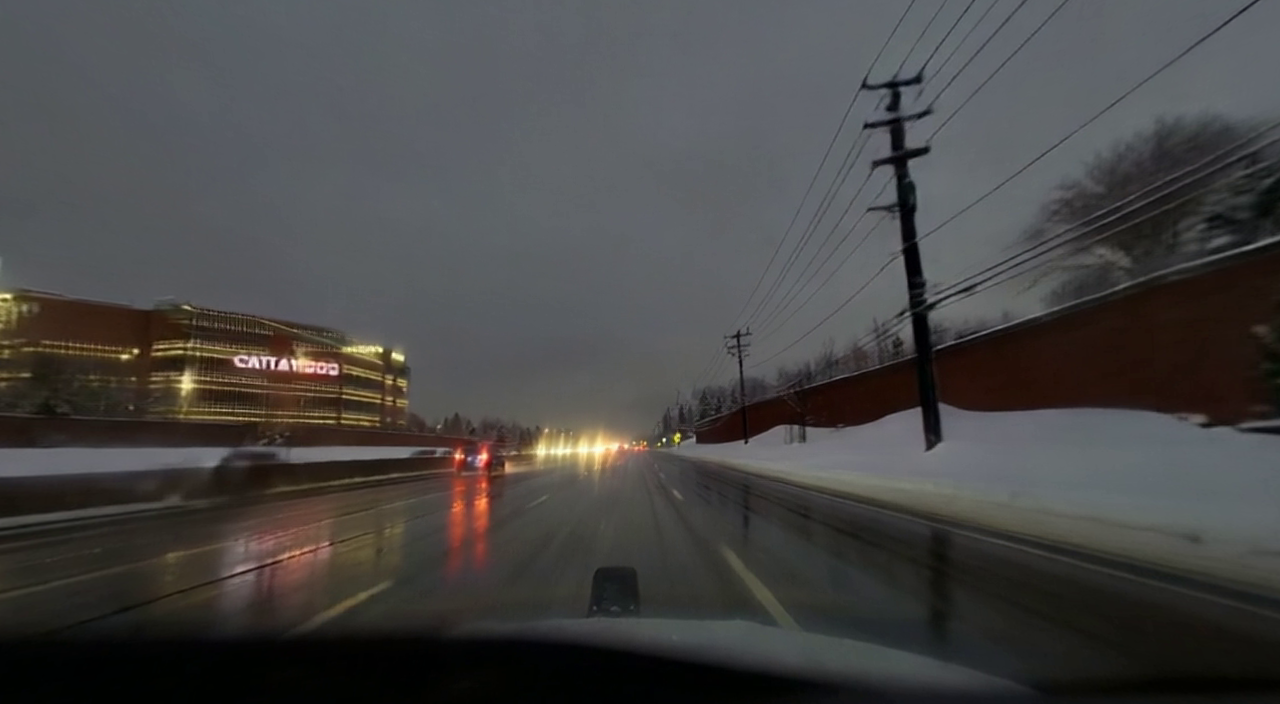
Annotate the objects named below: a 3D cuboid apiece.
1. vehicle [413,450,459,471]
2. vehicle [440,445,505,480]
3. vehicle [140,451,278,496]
[{"bbox_3d":[-14.916,7.922,46.392,1.820,1.451,4.431,0,-9,1],"label":"vehicle"},{"bbox_3d":[-7.930,5.244,30.281,2.013,1.574,3.923,0,-9,0],"label":"vehicle"},{"bbox_3d":[-15.743,4.431,23.455,1.918,1.449,4.543,0,-9,0],"label":"vehicle"}]
